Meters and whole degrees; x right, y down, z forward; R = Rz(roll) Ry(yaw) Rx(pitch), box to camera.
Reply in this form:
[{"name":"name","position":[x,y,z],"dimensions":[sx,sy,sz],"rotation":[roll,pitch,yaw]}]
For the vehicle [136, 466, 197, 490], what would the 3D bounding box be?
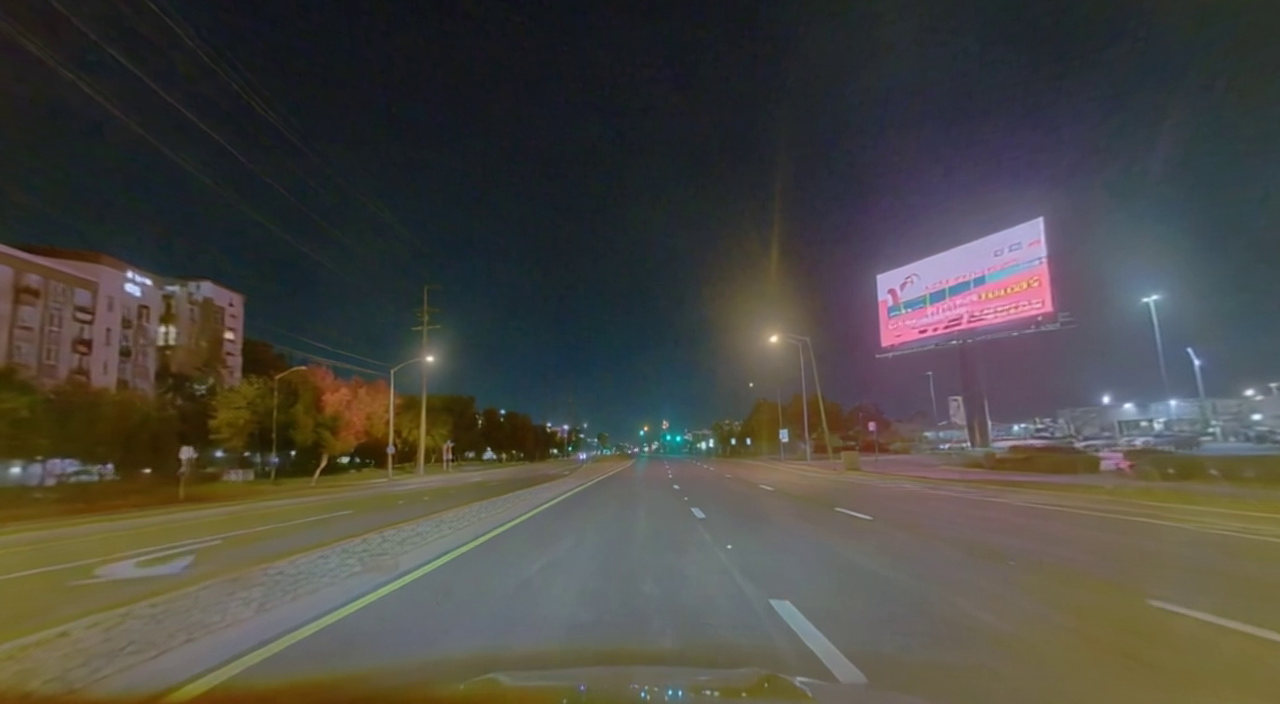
[{"name":"vehicle","position":[-36.852,9.806,49.185],"dimensions":[1.736,1.540,3.854],"rotation":[1,-7,0]}]
